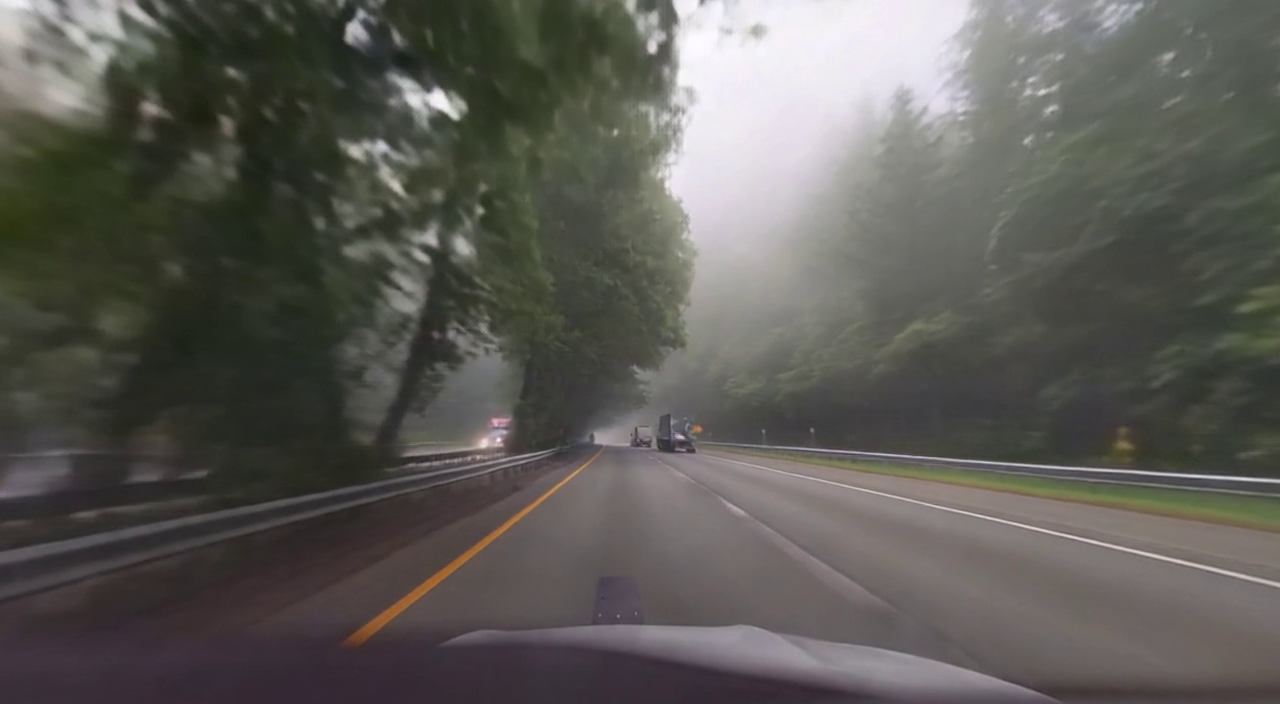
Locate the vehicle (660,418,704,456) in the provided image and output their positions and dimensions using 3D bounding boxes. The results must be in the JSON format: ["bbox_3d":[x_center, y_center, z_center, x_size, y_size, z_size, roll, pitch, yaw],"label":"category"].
[{"bbox_3d":[3.148,6.601,49.159,2.741,2.716,6.323,0,-8,-3],"label":"vehicle"}]
